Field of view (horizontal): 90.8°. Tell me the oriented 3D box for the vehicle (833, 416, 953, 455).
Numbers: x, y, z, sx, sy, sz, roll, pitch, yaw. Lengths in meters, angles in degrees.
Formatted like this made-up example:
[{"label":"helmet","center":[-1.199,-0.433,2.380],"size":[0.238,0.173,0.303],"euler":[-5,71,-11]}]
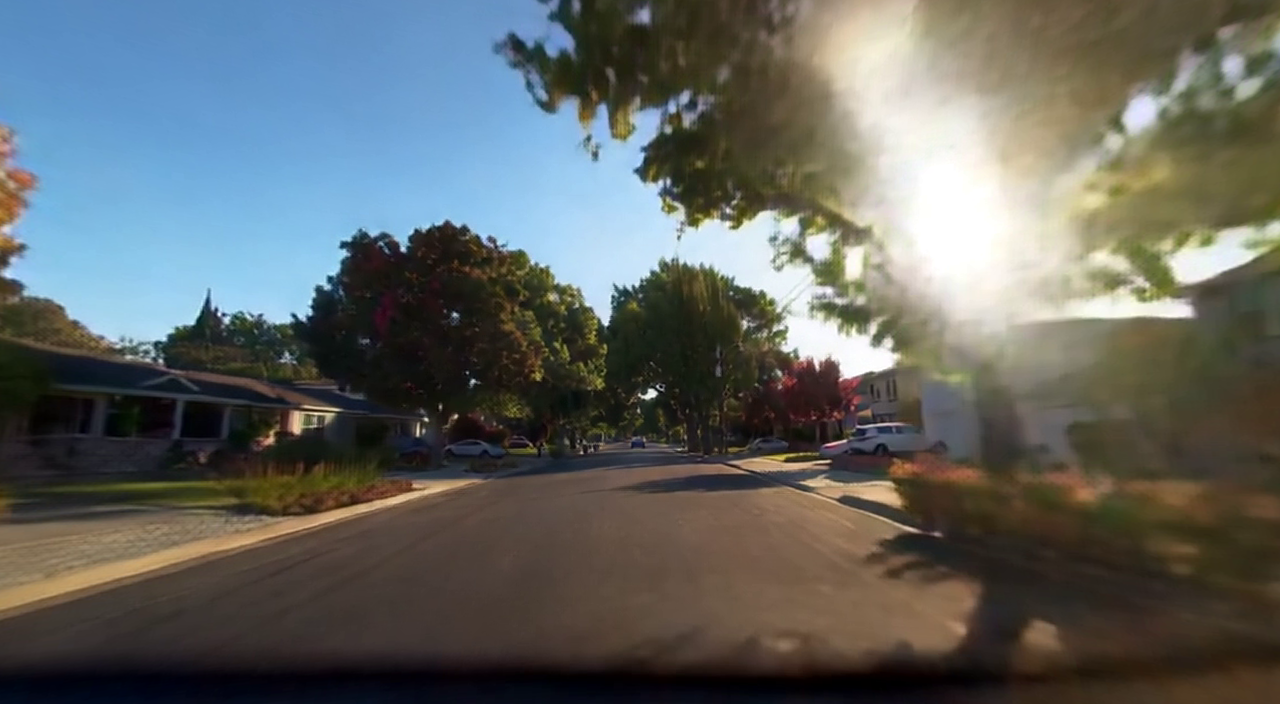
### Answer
[{"label":"vehicle","center":[12.813,4.260,32.296],"size":[5.049,1.845,2.327],"euler":[-1,-8,0]}]
